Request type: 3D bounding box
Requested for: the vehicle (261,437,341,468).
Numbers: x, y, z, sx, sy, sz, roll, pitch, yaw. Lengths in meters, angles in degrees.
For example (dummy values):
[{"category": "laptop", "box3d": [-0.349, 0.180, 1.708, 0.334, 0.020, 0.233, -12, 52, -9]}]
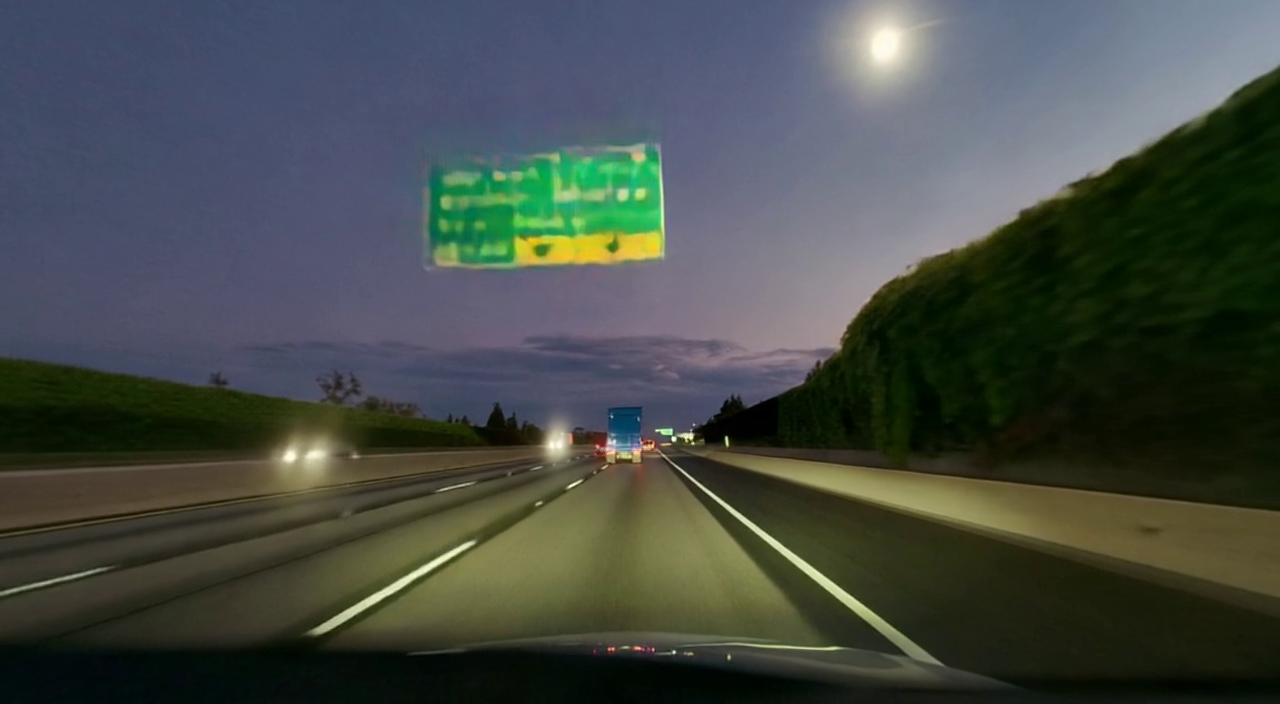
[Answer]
[{"category": "vehicle", "box3d": [-19.222, 5.720, 35.938, 2.012, 1.642, 4.573, 0, -8, 1]}]
